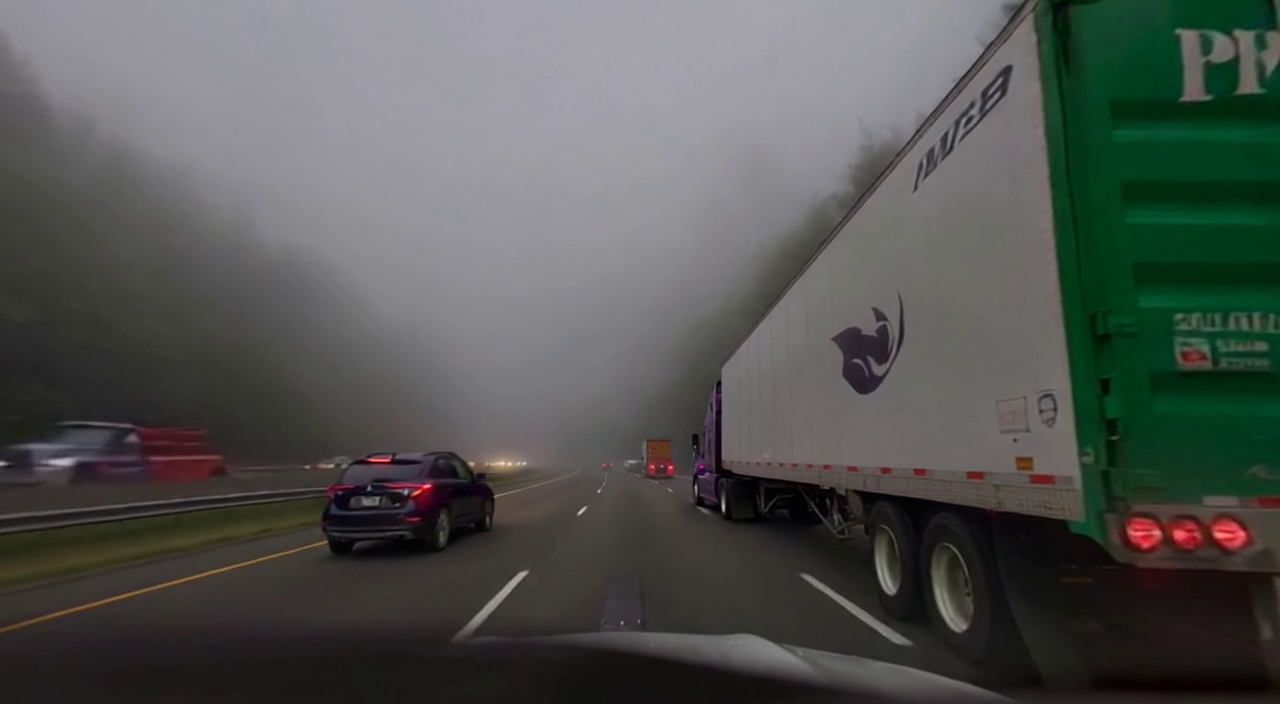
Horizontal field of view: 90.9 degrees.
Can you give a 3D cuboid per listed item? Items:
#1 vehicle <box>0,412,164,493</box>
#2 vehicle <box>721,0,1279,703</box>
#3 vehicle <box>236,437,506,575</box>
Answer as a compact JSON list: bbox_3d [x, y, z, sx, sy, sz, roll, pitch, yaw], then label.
[{"bbox_3d":[-16.149,2.800,17.419,2.114,1.913,4.865,1,-10,0],"label":"vehicle"},{"bbox_3d":[3.604,0.984,9.341,2.856,4.040,14.009,1,-10,0],"label":"vehicle"},{"bbox_3d":[-3.699,2.262,9.956,2.010,1.580,4.949,1,-10,1],"label":"vehicle"}]
